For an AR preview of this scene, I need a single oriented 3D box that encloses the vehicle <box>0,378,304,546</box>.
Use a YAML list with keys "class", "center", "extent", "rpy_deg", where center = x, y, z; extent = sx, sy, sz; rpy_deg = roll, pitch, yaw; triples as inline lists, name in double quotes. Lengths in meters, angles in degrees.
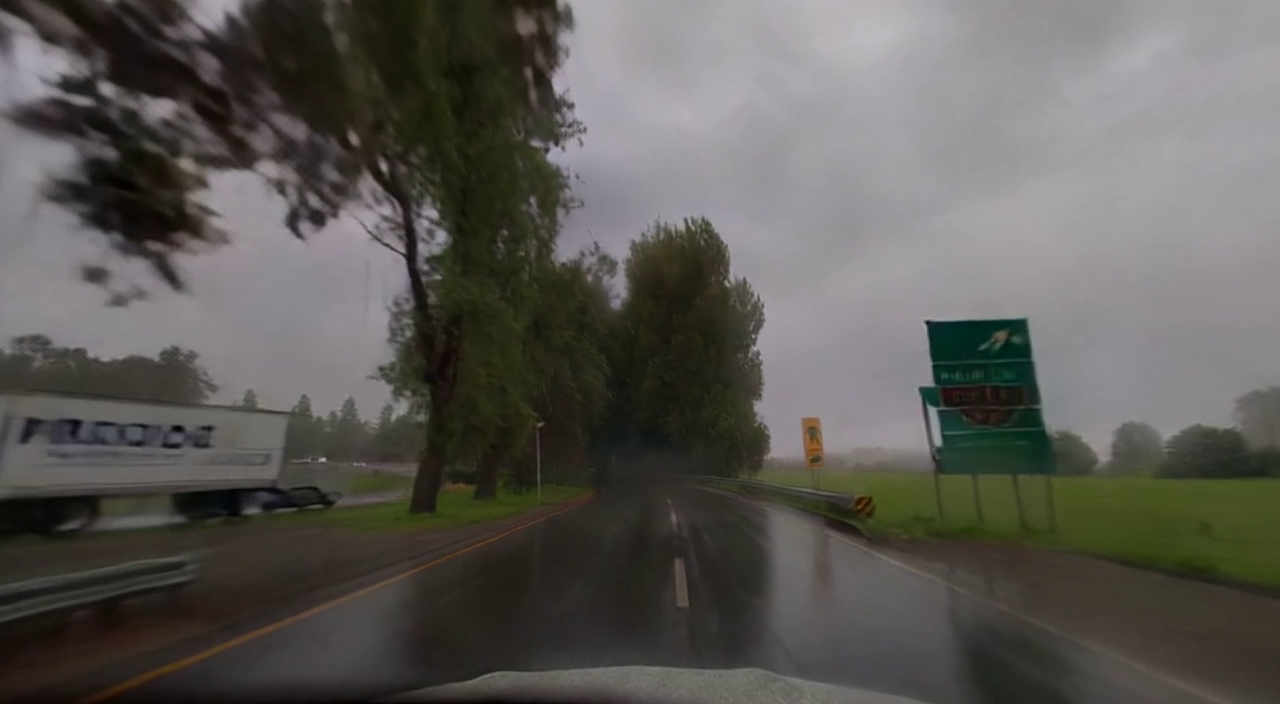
- class: "vehicle"
  center: [-15.238, 3.413, 19.392]
  extent: [2.935, 4.083, 7.922]
  rpy_deg: [-5, -12, 27]
